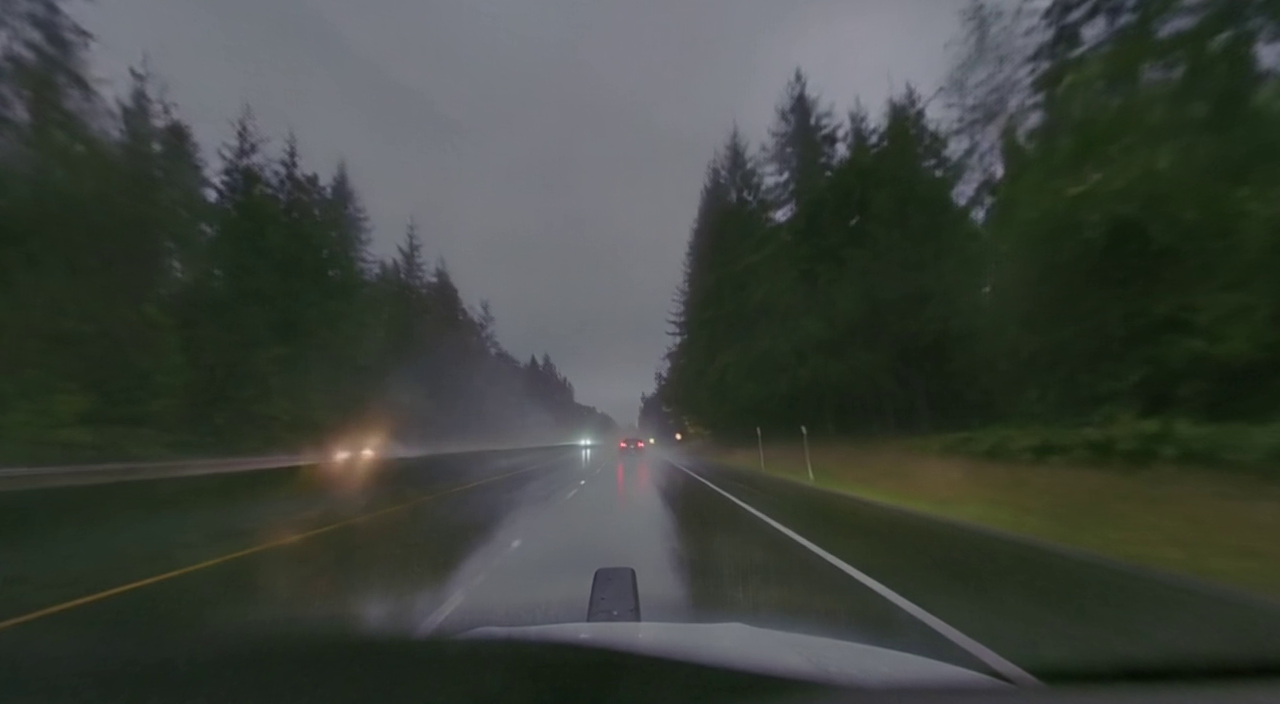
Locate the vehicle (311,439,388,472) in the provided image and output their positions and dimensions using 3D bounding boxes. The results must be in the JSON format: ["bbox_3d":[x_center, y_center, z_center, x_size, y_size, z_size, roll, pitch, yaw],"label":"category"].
[{"bbox_3d":[-14.130,5.019,30.890,1.885,1.485,4.050,0,-8,-1],"label":"vehicle"}]
